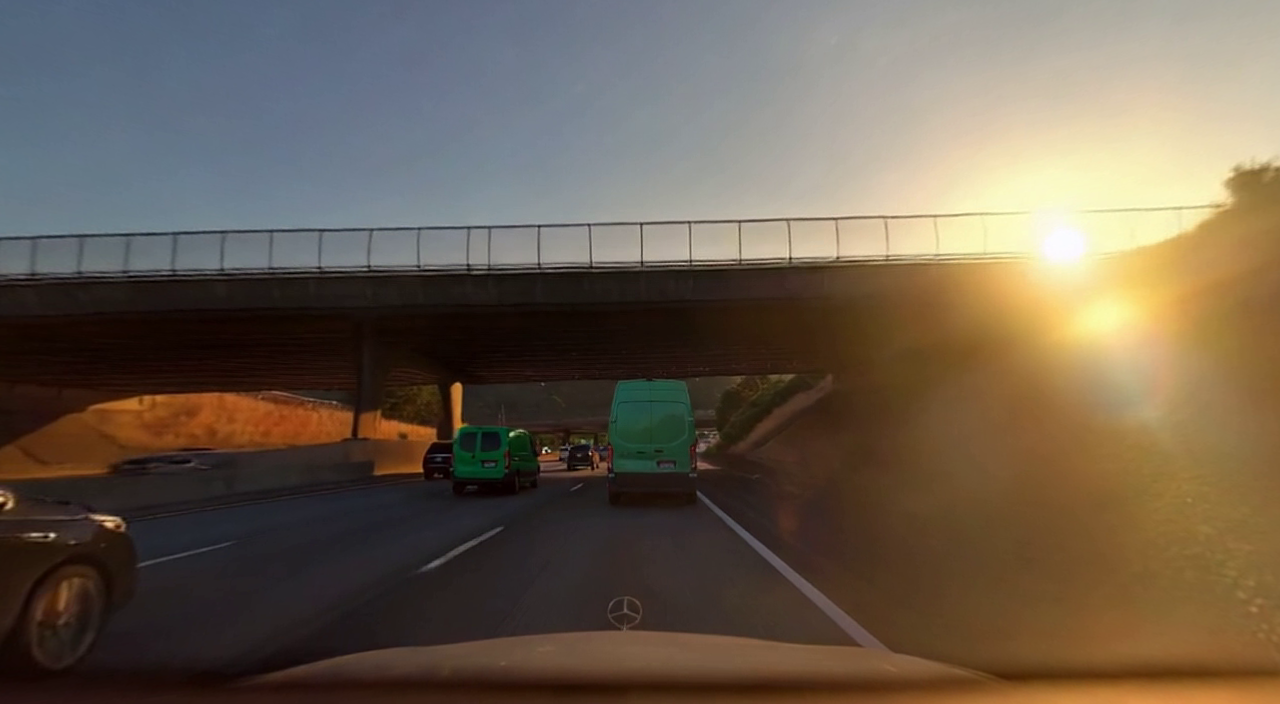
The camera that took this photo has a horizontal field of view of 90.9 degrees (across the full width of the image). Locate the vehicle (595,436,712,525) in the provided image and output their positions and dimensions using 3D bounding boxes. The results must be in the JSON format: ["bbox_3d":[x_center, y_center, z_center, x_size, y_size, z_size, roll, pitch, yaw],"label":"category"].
[{"bbox_3d":[0.220,2.469,12.522,1.991,1.507,3.391,0,-9,0],"label":"vehicle"}]

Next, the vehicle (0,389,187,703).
[{"bbox_3d":[-3.778,0.837,2.098,1.845,1.554,3.565,0,-9,0],"label":"vehicle"}]

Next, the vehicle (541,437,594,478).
[{"bbox_3d":[-3.516,5.217,31.319,2.068,1.862,4.234,0,-9,0],"label":"vehicle"}]

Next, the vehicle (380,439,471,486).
[{"bbox_3d":[-8.398,4.365,25.138,2.093,1.675,4.233,0,-9,0],"label":"vehicle"}]

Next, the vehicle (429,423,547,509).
[{"bbox_3d":[-3.673,2.840,16.023,1.951,1.882,3.979,0,-9,1],"label":"vehicle"}]

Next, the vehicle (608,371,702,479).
[{"bbox_3d":[0.452,4.043,31.697,3.289,3.822,18.653,0,-9,0],"label":"vehicle"}]
